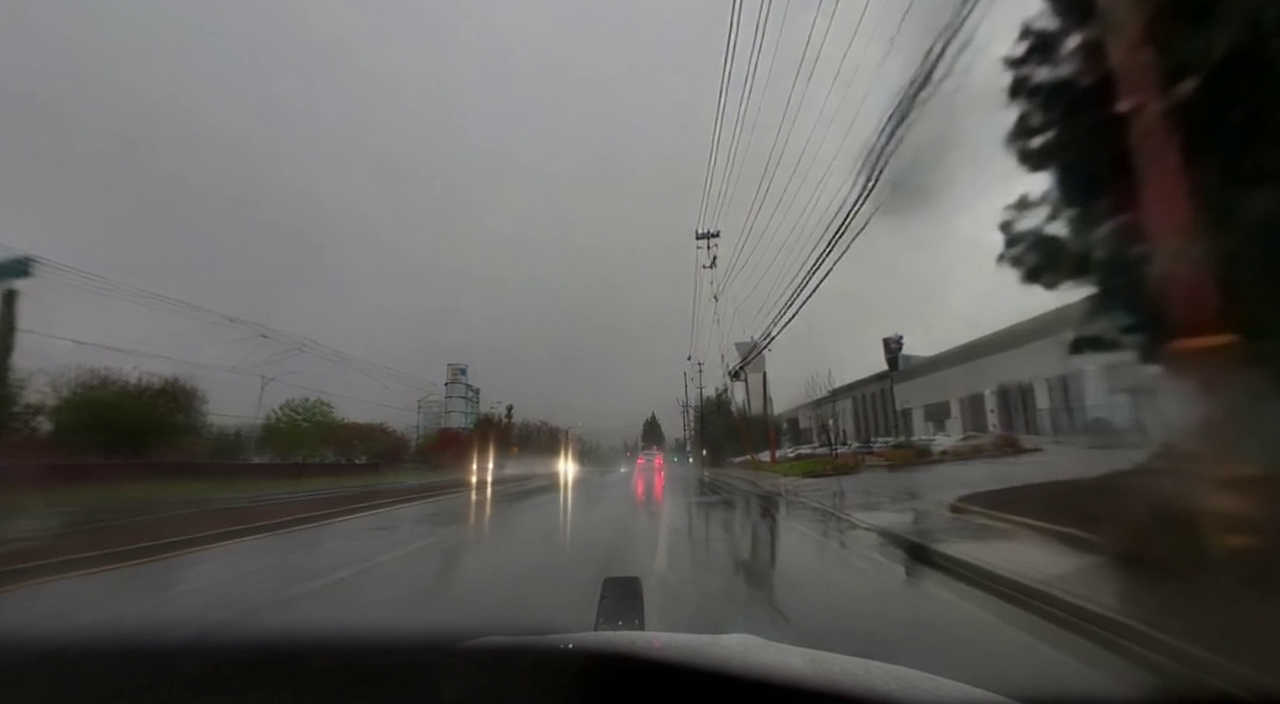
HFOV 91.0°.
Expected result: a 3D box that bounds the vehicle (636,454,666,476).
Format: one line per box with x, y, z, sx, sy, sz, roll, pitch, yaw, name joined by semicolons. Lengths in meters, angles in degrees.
0.859;8.458;47.264;2.114;1.492;4.453;-1;-9;2;vehicle
